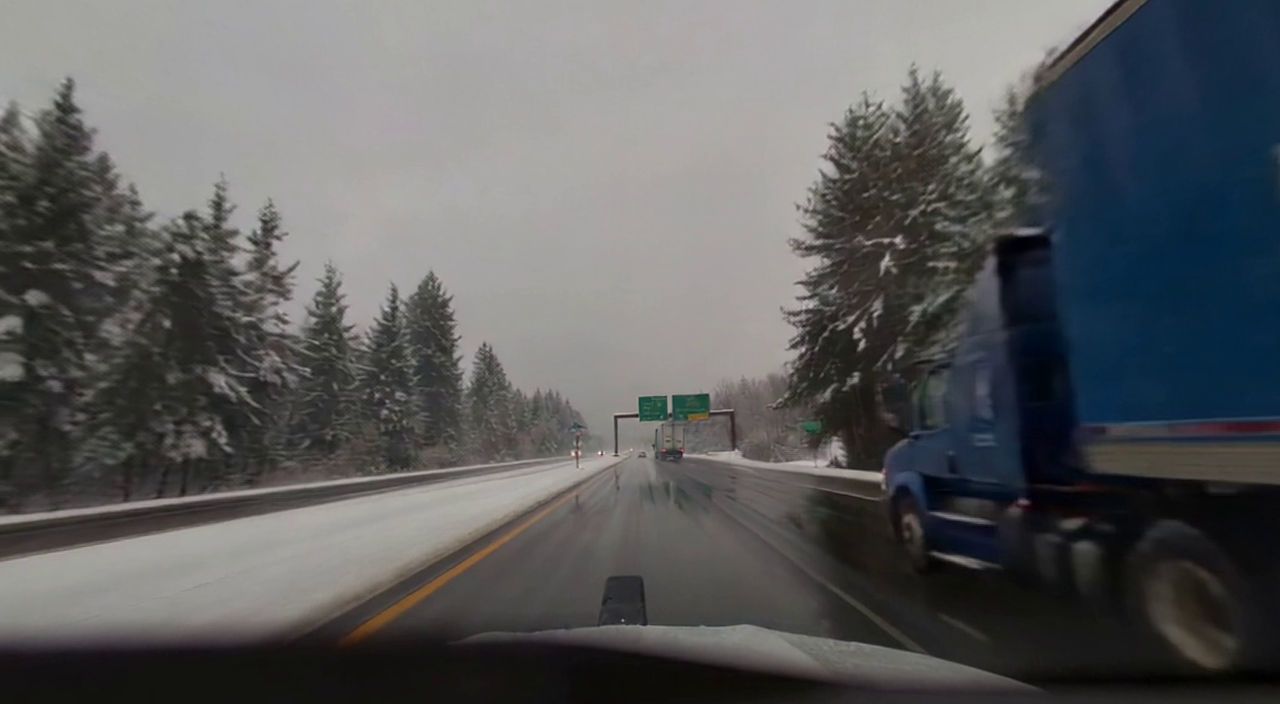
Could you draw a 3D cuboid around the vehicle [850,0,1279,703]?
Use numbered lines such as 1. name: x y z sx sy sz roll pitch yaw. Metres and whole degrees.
1. vehicle: 4.207 -0.778 0.290 3.231 4.102 14.393 0 -9 0
